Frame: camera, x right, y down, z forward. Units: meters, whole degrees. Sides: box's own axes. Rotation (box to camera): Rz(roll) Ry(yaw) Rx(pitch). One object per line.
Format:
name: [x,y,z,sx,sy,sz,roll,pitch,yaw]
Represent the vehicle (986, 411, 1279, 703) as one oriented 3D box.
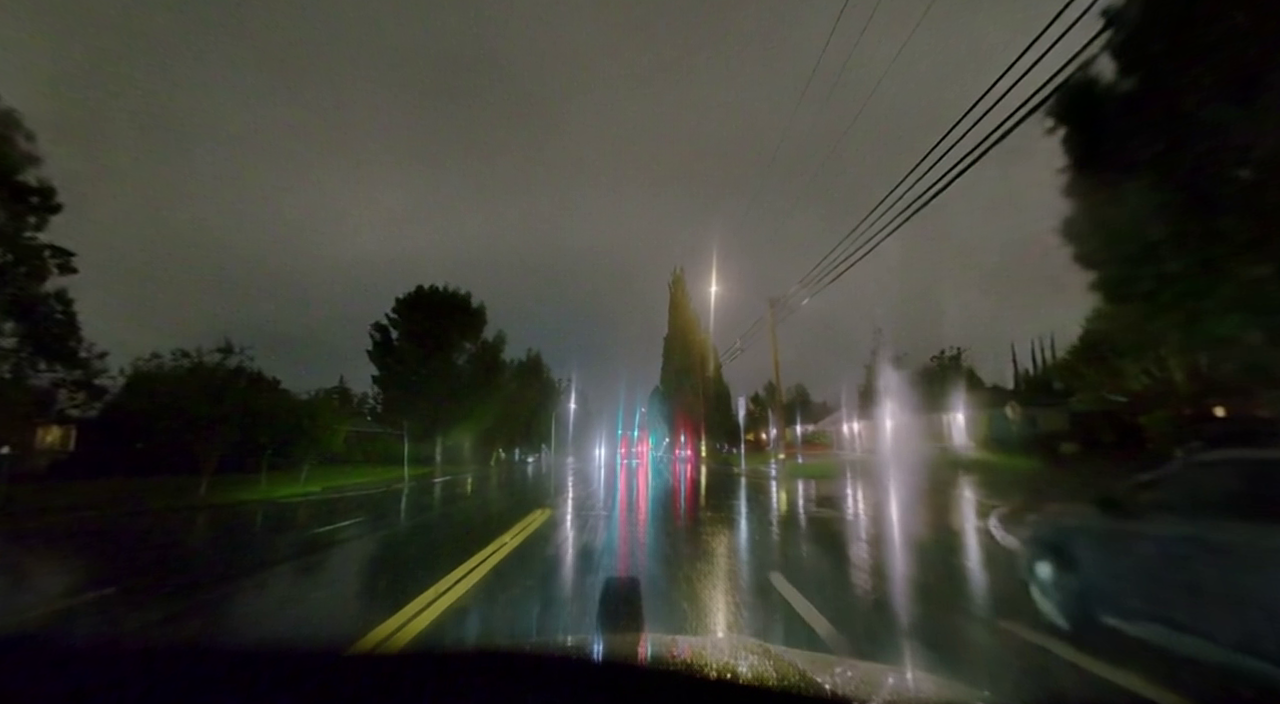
vehicle: [3.993,1.105,2.870,2.124,1.524,4.698,4,-8,-2]
